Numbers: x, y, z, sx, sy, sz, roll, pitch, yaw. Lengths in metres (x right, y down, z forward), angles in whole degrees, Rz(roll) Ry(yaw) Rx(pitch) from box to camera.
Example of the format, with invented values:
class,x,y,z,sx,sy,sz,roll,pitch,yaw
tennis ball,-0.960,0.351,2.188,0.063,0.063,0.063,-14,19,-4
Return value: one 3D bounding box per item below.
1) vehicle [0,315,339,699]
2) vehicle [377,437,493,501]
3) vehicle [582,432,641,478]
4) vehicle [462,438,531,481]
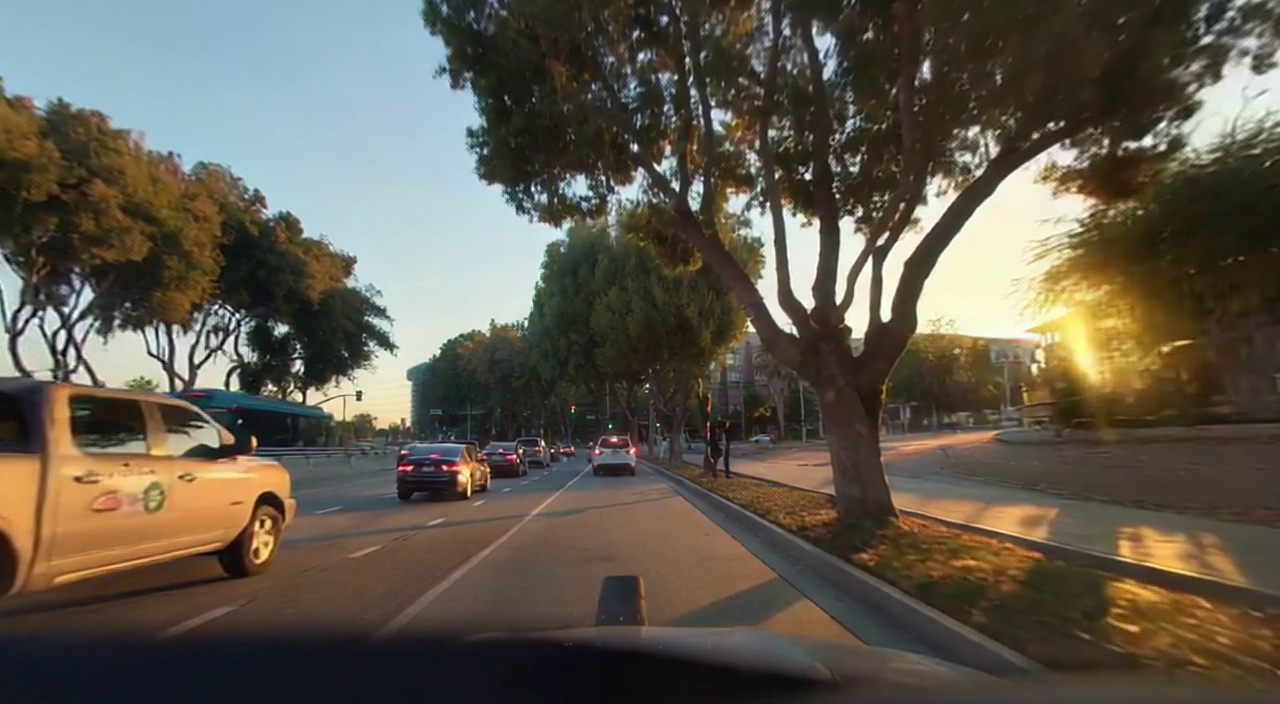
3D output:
class,x,y,z,sx,sy,sz,roll,pitch,yaw
vehicle,-4.972,0.960,4.165,2.860,2.090,6.593,0,-9,-1
vehicle,-5.758,3.327,18.353,2.069,1.616,4.108,0,-9,-2
vehicle,-1.265,4.433,27.429,2.368,1.829,4.293,0,-9,-3
vehicle,-6.058,4.592,27.217,2.010,1.674,4.484,0,-9,-1
